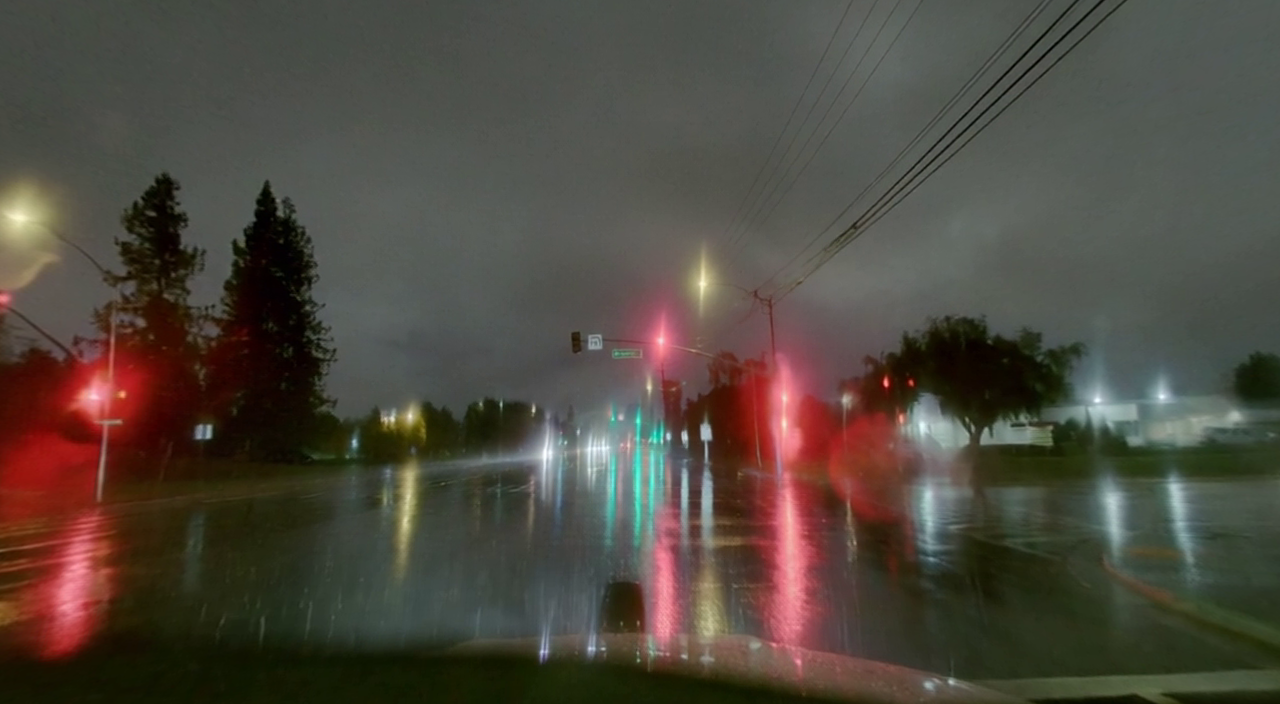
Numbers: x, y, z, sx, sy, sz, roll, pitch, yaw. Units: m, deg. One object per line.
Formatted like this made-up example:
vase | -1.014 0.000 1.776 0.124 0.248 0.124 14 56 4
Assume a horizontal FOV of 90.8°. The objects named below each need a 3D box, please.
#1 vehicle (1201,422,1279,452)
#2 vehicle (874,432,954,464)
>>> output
vehicle | 34.098 4.765 35.122 1.832 1.521 4.266 0 -9 1
vehicle | 14.957 5.292 34.767 1.959 1.471 4.570 -4 -8 -5
